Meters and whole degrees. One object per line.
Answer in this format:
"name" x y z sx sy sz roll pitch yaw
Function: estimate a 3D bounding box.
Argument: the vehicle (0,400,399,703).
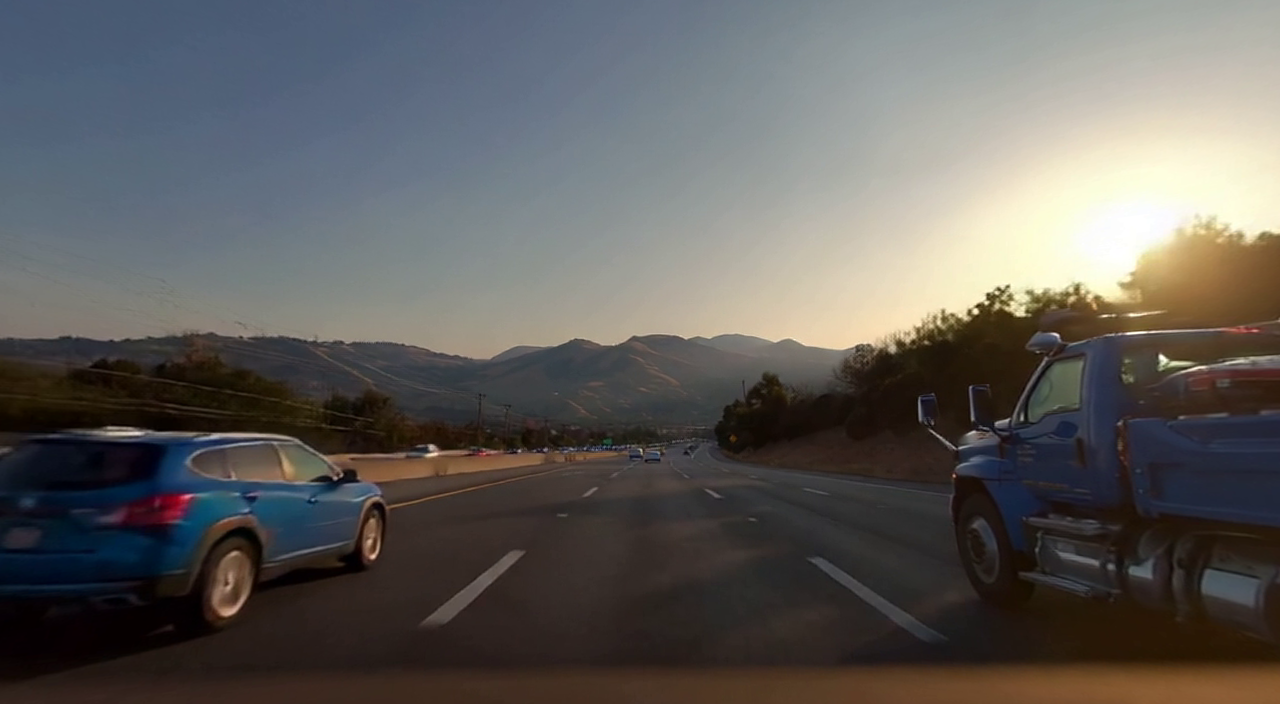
"vehicle" -3.702 1.248 4.614 1.974 1.493 4.563 0 -9 1

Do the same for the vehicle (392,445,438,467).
"vehicle" -17.775 8.225 49.797 1.894 1.695 4.457 0 -9 2

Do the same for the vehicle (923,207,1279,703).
"vehicle" 3.631 0.525 1.850 2.538 2.228 6.370 0 -9 -1
